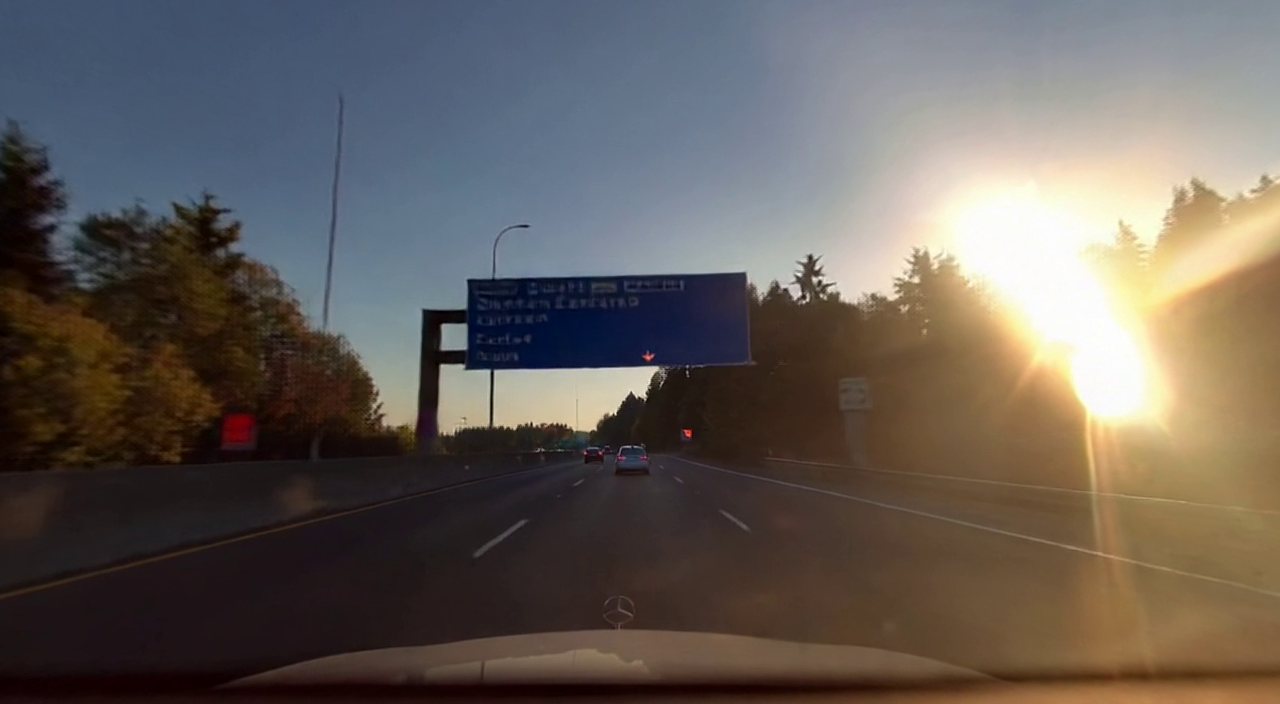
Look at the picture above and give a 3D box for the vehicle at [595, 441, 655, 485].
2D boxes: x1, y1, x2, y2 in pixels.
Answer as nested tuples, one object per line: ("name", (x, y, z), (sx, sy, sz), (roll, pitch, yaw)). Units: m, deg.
("vehicle", (-0.548, 4.158, 23.800), (2.066, 1.490, 3.759), (0, -9, -1))
